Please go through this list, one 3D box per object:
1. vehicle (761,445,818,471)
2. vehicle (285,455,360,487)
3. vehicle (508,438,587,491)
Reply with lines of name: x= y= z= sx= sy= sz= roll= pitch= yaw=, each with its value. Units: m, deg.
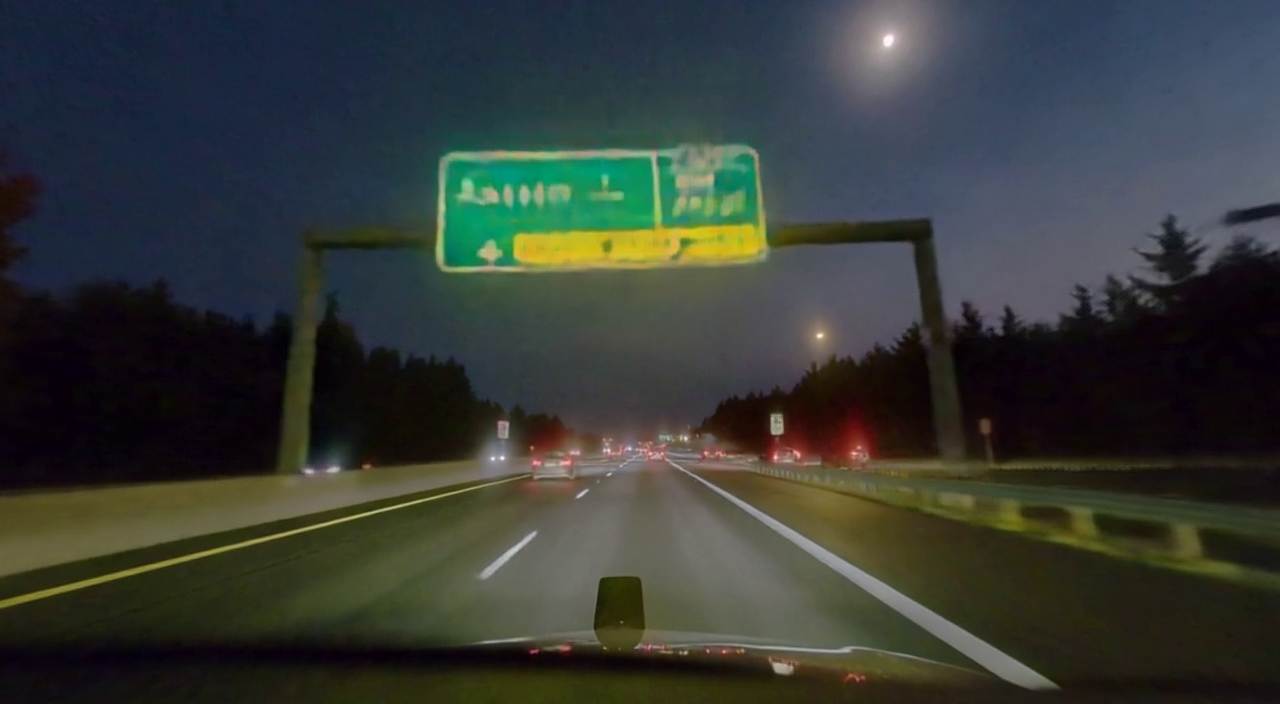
vehicle: x=10.301 y=7.325 z=43.831 sx=2.021 sy=1.639 sz=4.203 roll=2 pitch=-9 yaw=-16
vehicle: x=-16.231 y=6.081 z=32.459 sx=1.860 sy=1.440 sz=3.729 roll=0 pitch=-8 yaw=1
vehicle: x=-3.096 y=3.859 z=22.039 sx=2.037 sy=1.638 sz=4.274 roll=0 pitch=-8 yaw=1
